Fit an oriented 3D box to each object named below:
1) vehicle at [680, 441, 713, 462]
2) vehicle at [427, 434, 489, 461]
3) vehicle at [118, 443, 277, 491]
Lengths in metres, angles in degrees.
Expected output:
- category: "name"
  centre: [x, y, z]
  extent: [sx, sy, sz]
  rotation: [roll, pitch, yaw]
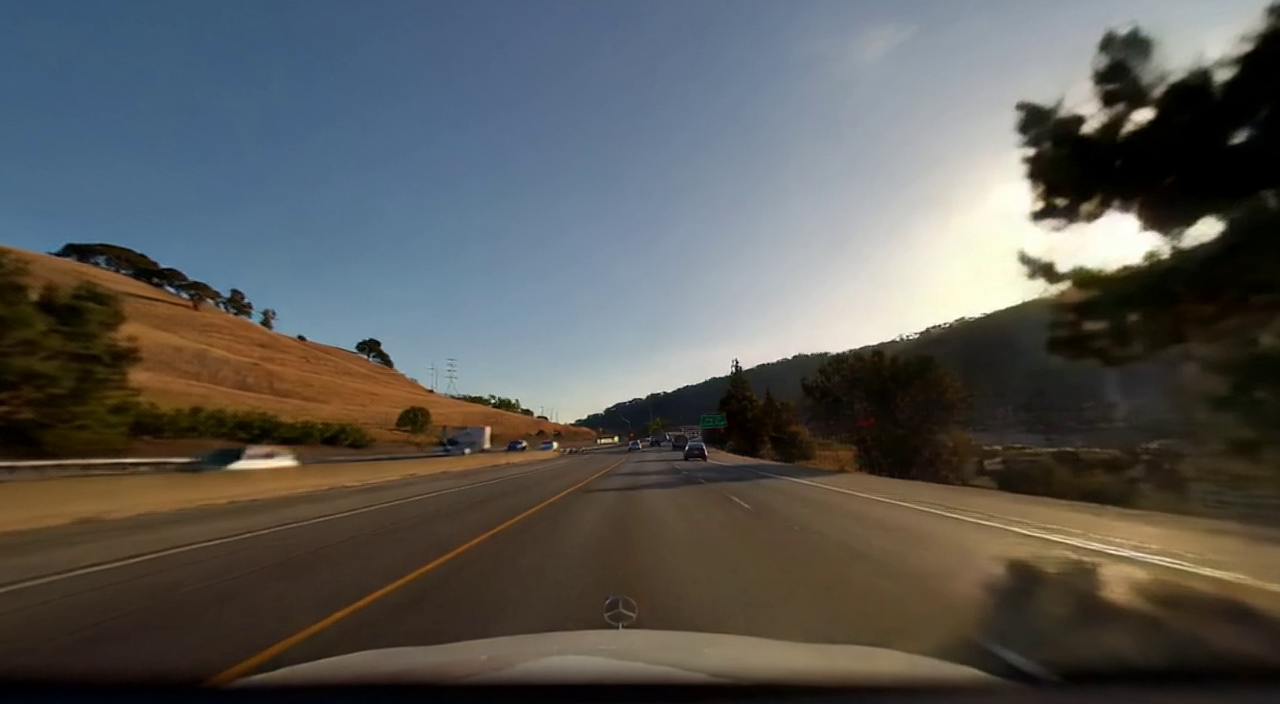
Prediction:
- category: "vehicle"
  centre: [4.121, 7.369, 46.620]
  extent: [1.943, 1.490, 4.246]
  rotation: [0, -8, -1]
- category: "vehicle"
  centre: [-13.833, 7.332, 48.401]
  extent: [2.671, 1.976, 6.166]
  rotation: [-1, -8, 3]
- category: "vehicle"
  centre: [-14.946, 3.873, 21.683]
  extent: [1.942, 1.449, 4.688]
  rotation: [0, -8, 2]
